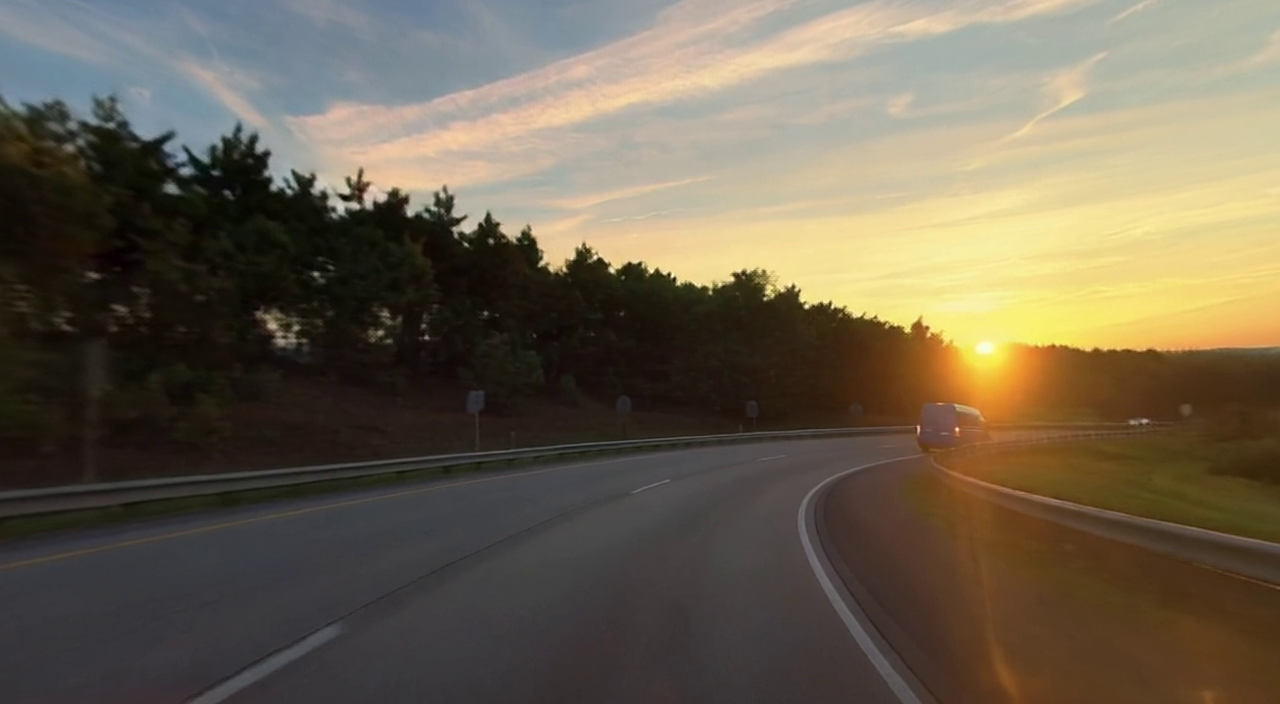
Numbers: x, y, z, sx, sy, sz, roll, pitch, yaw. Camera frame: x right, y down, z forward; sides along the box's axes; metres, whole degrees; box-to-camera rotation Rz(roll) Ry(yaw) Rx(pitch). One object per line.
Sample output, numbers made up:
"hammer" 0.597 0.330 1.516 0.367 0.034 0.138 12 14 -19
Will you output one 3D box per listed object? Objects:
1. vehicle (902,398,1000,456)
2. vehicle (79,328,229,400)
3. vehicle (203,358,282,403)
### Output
"vehicle" 15.389 3.718 31.036 5.330 2.577 2.352 7 -10 -41
"vehicle" -29.198 0.961 38.563 2.864 3.410 8.882 0 -8 -6
"vehicle" -29.507 2.201 47.042 2.613 2.825 6.081 0 -8 -9
